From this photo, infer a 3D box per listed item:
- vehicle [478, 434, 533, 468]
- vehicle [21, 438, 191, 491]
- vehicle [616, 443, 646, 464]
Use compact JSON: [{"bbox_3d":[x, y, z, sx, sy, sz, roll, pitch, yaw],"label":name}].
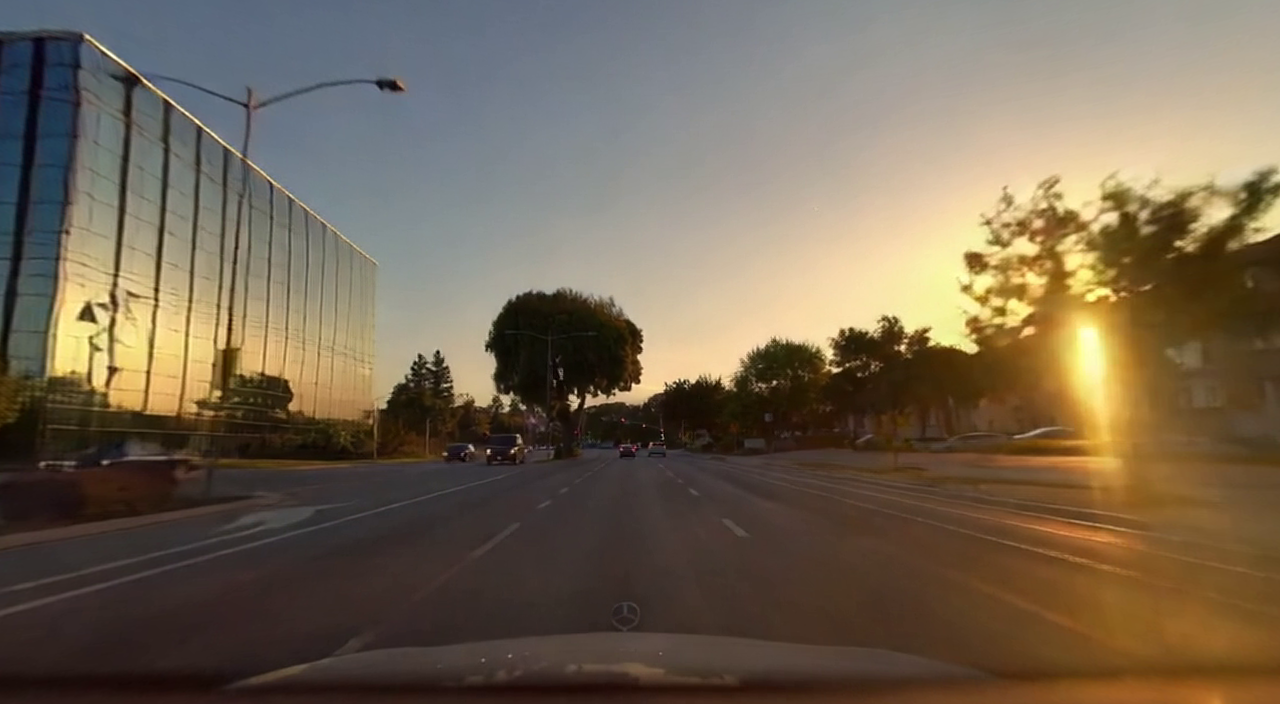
[{"bbox_3d":[-8.517,6.290,40.666,2.631,1.990,5.787,0,-8,-4],"label":"vehicle"},{"bbox_3d":[-21.439,4.502,25.817,2.180,1.902,5.475,0,-8,-1],"label":"vehicle"},{"bbox_3d":[-0.661,7.274,45.546,2.080,1.445,4.096,0,-8,-2],"label":"vehicle"}]
